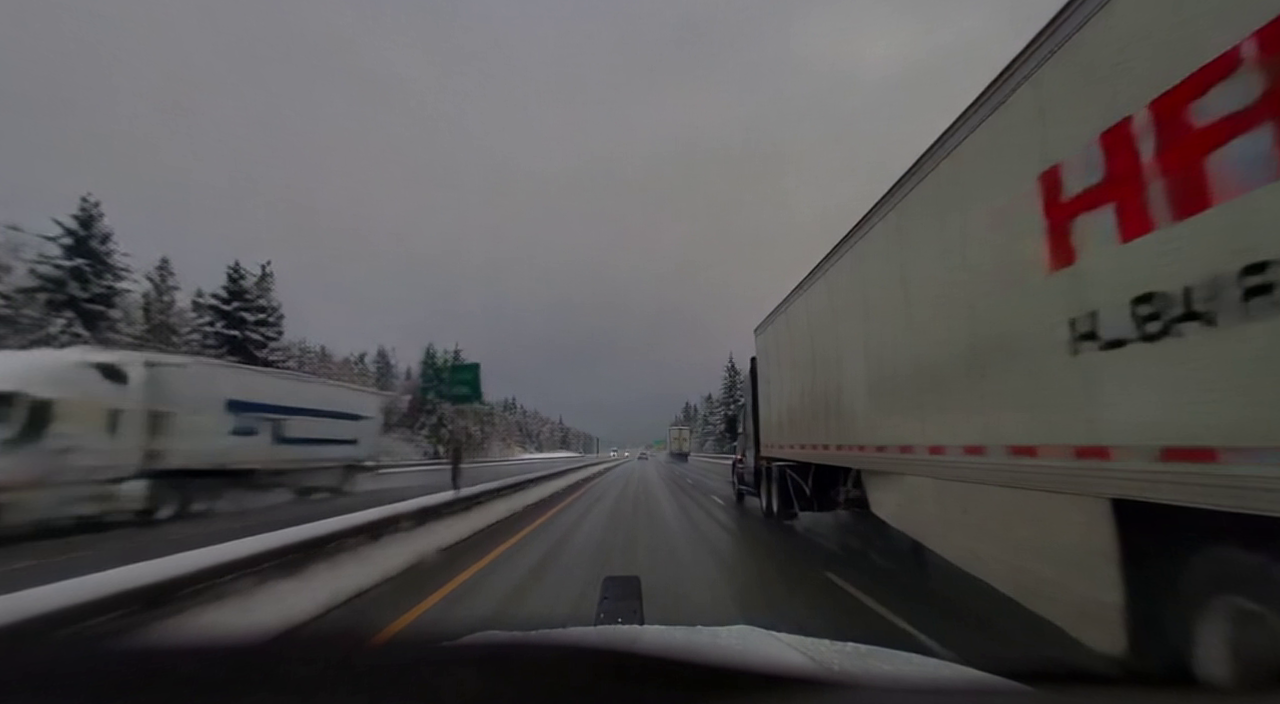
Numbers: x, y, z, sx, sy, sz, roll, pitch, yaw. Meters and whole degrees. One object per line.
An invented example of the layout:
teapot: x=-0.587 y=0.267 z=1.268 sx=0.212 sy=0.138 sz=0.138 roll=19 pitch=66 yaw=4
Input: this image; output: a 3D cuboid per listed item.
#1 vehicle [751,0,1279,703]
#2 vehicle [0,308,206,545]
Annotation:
vehicle: x=4.115 y=0.383 z=7.065 sx=2.926 sy=4.060 sz=14.068 roll=0 pitch=-9 yaw=-1
vehicle: x=-12.349 y=1.562 z=12.526 sx=3.006 sy=3.972 sz=5.785 roll=0 pitch=-9 yaw=0
